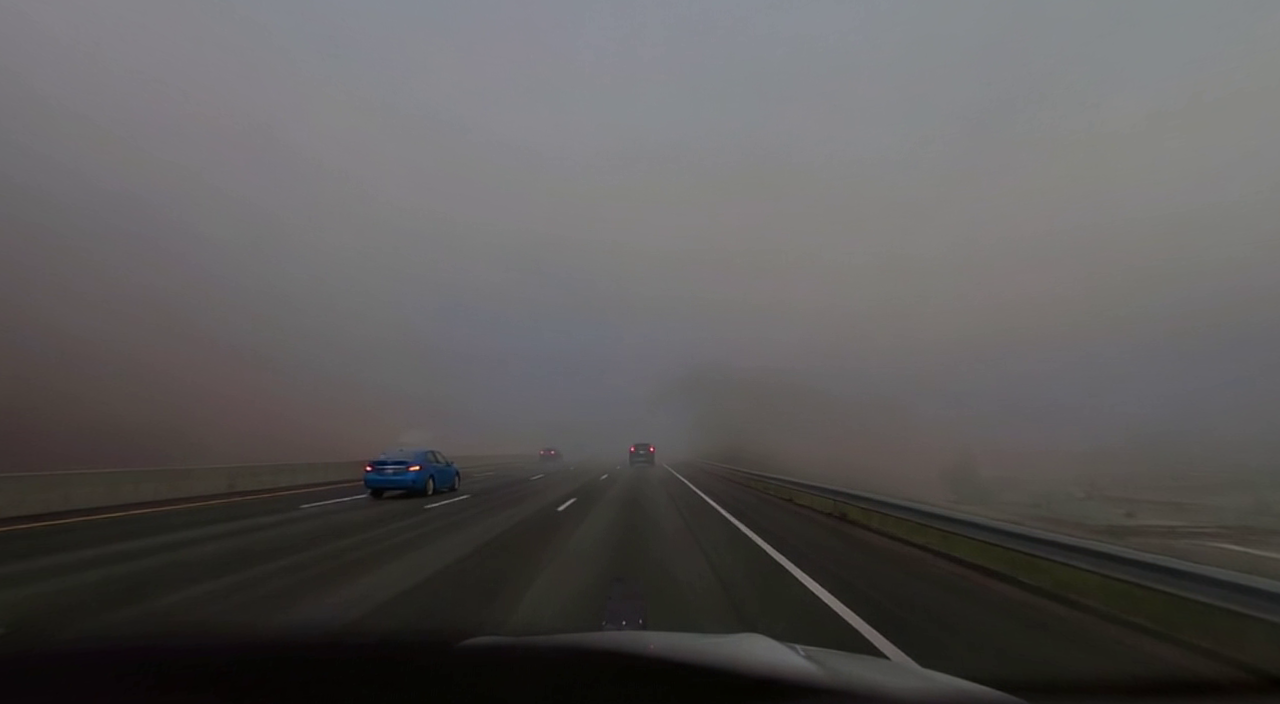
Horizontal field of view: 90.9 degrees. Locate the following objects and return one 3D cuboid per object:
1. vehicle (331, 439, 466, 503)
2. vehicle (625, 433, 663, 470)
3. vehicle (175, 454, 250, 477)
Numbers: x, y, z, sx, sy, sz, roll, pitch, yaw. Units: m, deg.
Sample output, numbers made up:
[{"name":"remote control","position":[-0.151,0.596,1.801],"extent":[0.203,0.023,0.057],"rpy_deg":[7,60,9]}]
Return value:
[{"name":"vehicle","position":[-6.694,3.326,18.109],"extent":[2.116,1.570,4.377],"rpy_deg":[0,-8,0]},{"name":"vehicle","position":[0.238,6.313,40.168],"extent":[2.318,2.145,4.561],"rpy_deg":[0,-8,0]},{"name":"vehicle","position":[-30.145,8.003,44.650],"extent":[2.019,1.499,4.688],"rpy_deg":[0,-8,1]}]
